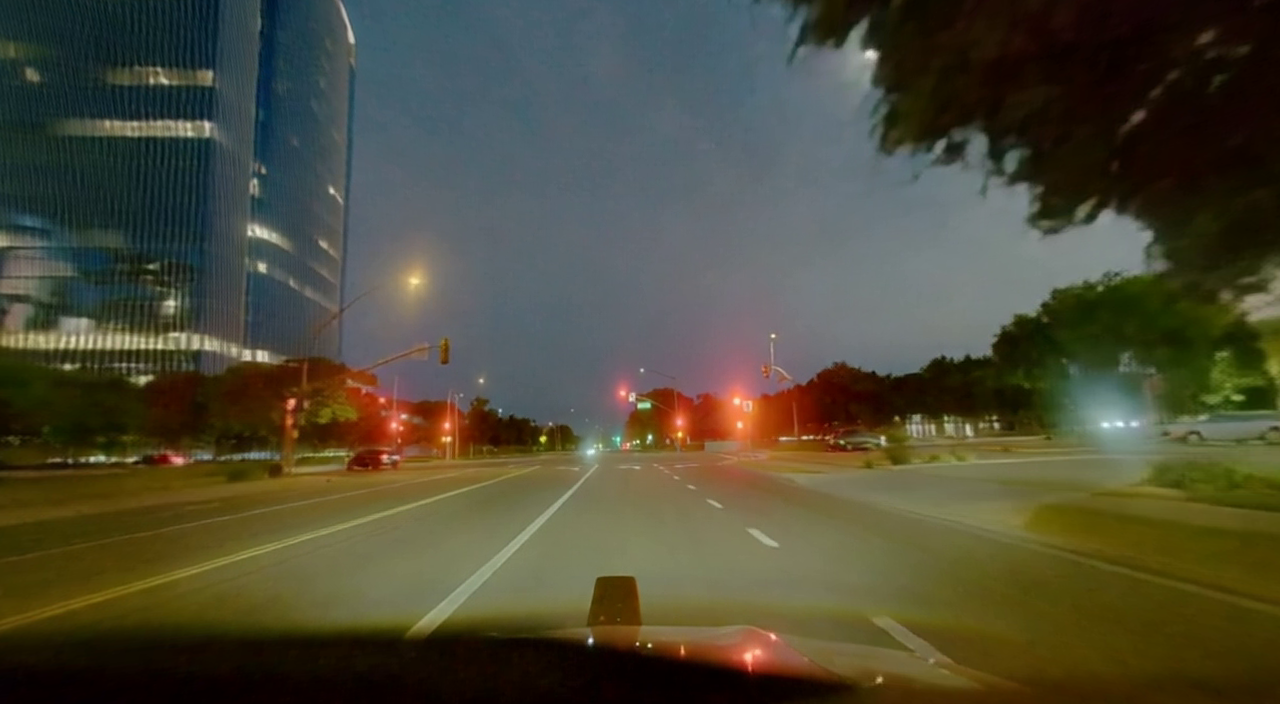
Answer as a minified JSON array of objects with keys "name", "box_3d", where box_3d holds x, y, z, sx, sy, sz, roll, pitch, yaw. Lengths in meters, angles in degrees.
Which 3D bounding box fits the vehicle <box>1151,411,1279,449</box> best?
[{"name":"vehicle","box_3d":[24.431,3.366,26.878,1.859,1.453,4.076,0,-9,-2]}]

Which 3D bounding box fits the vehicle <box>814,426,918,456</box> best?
[{"name":"vehicle","box_3d":[11.797,4.676,33.260,4.670,1.476,2.042,0,-8,-1]}]
